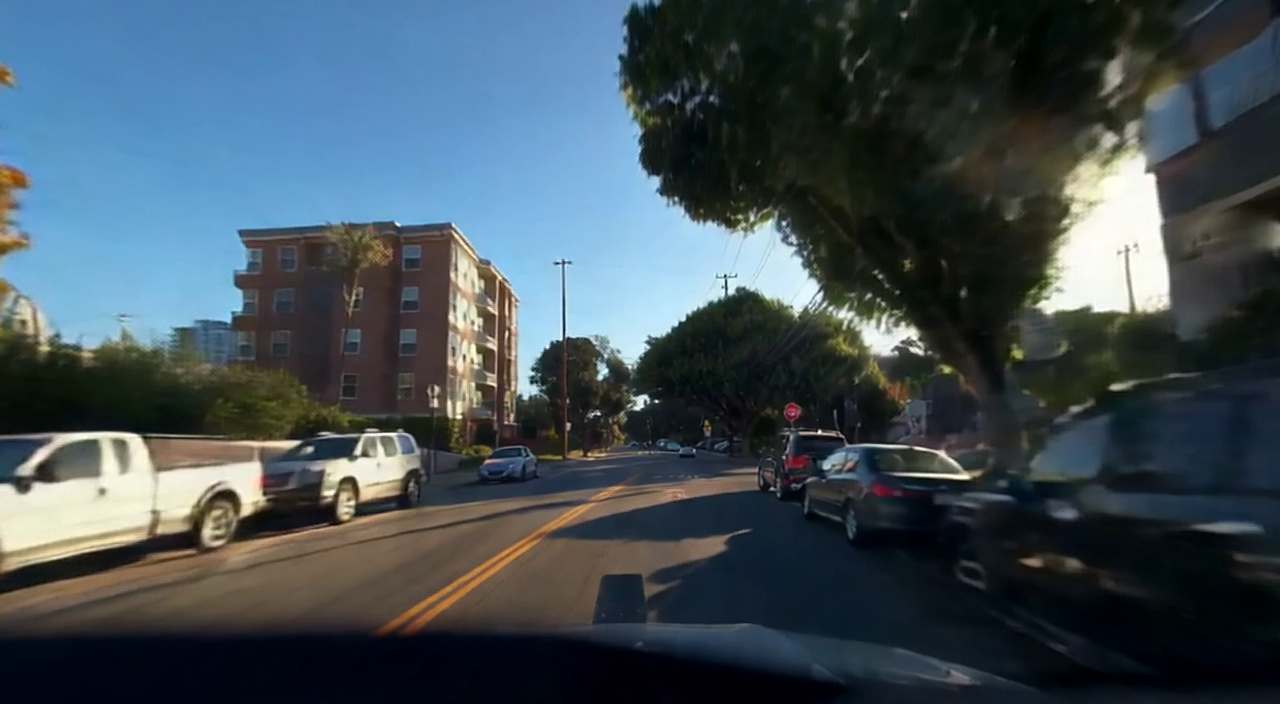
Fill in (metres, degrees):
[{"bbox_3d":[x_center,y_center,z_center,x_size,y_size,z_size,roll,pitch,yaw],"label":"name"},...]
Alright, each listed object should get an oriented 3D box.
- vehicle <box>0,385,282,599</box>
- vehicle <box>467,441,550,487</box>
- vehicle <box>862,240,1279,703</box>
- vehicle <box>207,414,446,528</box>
[{"bbox_3d":[-6.802,1.581,7.199,2.270,1.881,5.412,-6,-9,1],"label":"vehicle"},{"bbox_3d":[-5.037,4.346,24.875,1.922,1.505,4.502,-4,-8,5],"label":"vehicle"},{"bbox_3d":[3.145,0.850,3.203,2.248,1.964,5.736,-1,-9,4],"label":"vehicle"},{"bbox_3d":[-6.197,2.437,13.497,2.158,1.929,5.184,-1,-9,4],"label":"vehicle"}]
